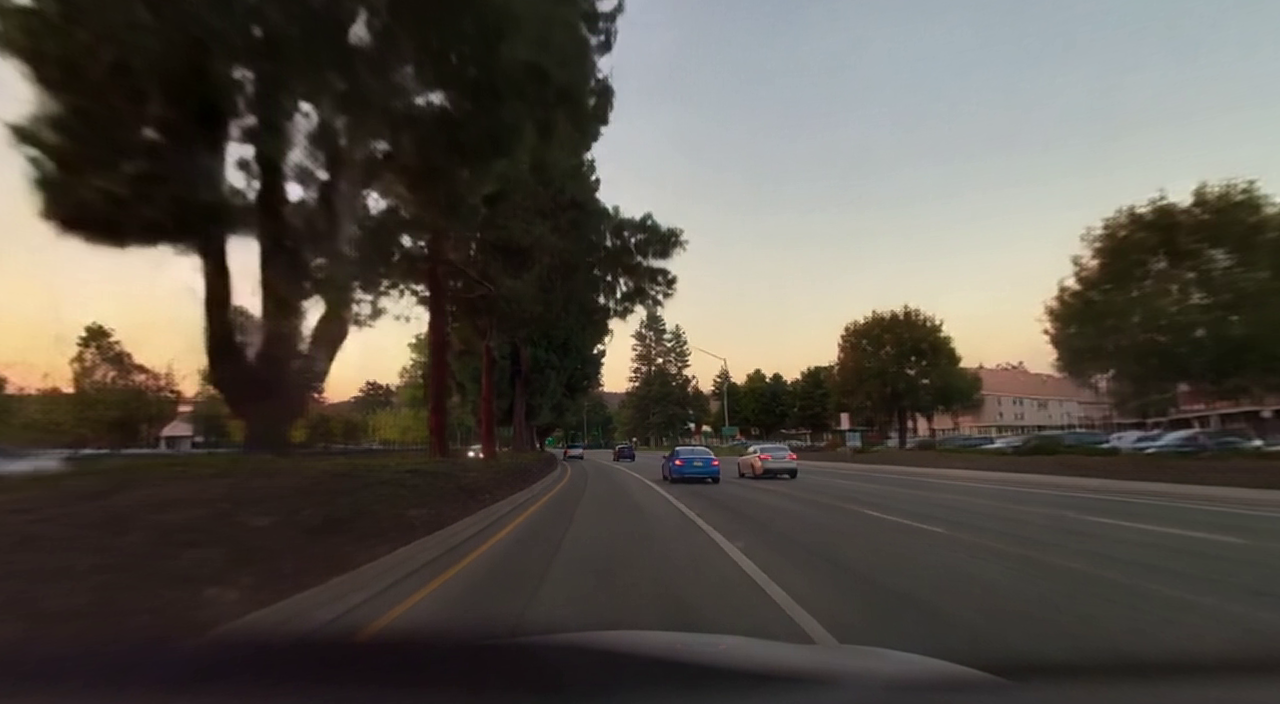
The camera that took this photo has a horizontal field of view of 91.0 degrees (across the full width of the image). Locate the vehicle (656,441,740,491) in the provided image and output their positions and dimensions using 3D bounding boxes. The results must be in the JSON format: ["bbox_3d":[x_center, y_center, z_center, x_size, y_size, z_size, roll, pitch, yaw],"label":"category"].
[{"bbox_3d":[1.801,3.742,21.069,2.077,1.464,4.134,1,-8,-5],"label":"vehicle"}]

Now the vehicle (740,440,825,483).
[{"bbox_3d":[5.263,4.105,23.910,1.901,1.474,4.363,1,-8,-5],"label":"vehicle"}]
